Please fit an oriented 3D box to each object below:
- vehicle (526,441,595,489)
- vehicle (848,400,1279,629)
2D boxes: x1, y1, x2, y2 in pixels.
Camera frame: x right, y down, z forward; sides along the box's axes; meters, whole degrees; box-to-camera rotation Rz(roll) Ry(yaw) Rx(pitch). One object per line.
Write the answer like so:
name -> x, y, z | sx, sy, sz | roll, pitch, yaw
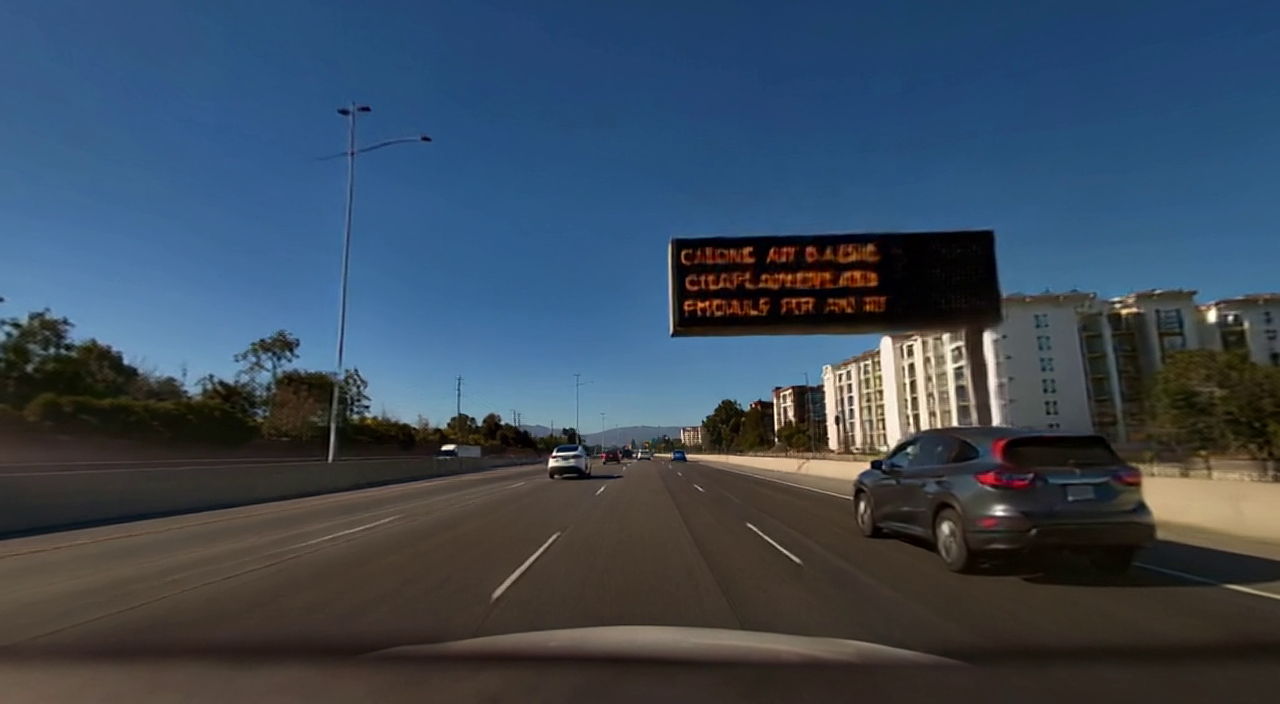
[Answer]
vehicle -> -3.095, 4.533, 25.558 | 2.075, 1.721, 4.763 | 0, -9, 1
vehicle -> 4.282, 1.596, 7.211 | 2.170, 1.733, 4.631 | 0, -9, 0
